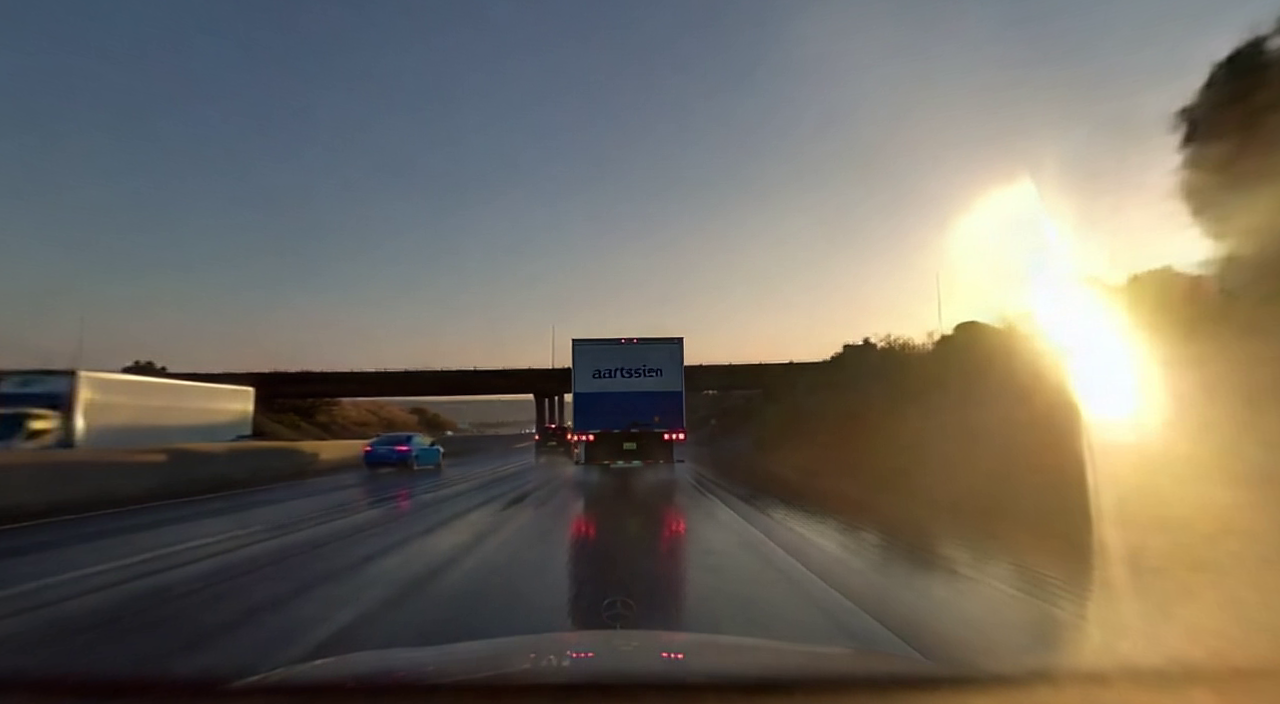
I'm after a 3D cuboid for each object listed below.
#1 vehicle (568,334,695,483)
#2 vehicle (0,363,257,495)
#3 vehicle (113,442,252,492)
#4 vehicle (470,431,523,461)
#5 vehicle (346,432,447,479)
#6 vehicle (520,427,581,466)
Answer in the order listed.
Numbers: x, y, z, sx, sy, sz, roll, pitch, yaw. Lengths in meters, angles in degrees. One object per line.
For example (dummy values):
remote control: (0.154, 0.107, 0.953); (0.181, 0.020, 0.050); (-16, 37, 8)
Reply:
vehicle: (-0.314, 2.246, 22.705); (3.442, 4.106, 10.719); (0, -8, -1)
vehicle: (-19.712, 3.018, 24.289); (3.034, 3.950, 10.763); (0, -8, 0)
vehicle: (-16.004, 3.992, 22.312); (1.886, 1.538, 4.033); (0, -8, 0)
vehicle: (-8.106, 5.346, 35.947); (1.981, 1.574, 4.561); (0, -8, 0)
vehicle: (-8.350, 3.559, 21.988); (1.940, 1.488, 3.976); (0, -8, 0)
vehicle: (-4.197, 4.504, 30.235); (2.168, 1.671, 4.888); (0, -8, 1)
